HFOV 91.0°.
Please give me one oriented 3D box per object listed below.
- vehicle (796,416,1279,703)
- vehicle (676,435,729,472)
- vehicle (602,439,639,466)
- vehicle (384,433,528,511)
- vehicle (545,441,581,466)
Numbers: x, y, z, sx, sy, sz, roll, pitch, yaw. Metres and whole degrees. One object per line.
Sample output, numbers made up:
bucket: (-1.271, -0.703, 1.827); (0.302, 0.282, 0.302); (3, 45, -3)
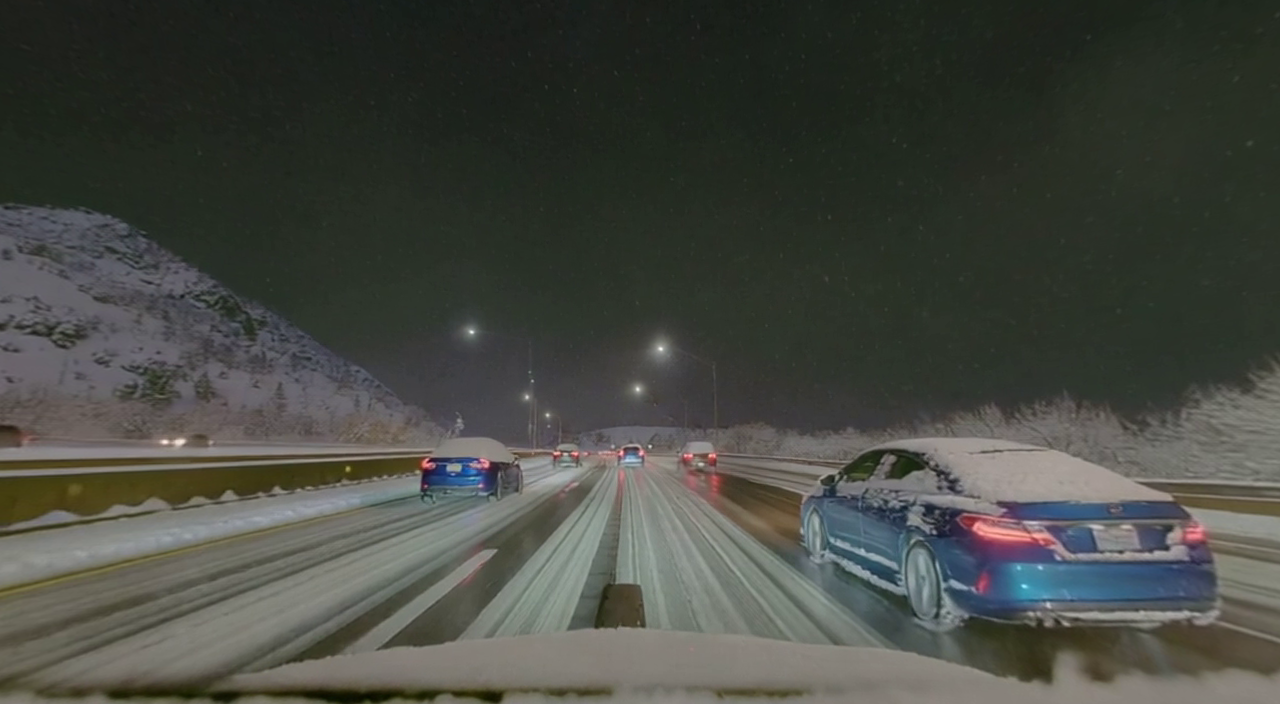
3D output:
vehicle: (3.080, 1.468, 5.746); (2.136, 1.511, 4.706); (0, -9, 1)
vehicle: (3.238, 5.407, 33.631); (2.222, 1.820, 4.733); (1, -9, -1)
vehicle: (-1.202, 6.310, 39.609); (2.147, 1.572, 4.094); (0, -9, -1)
vehicle: (-3.971, 2.669, 14.439); (1.993, 1.500, 4.248); (0, -9, 0)
vehicle: (-4.846, 6.429, 39.967); (1.796, 1.464, 3.839); (0, -9, -1)
